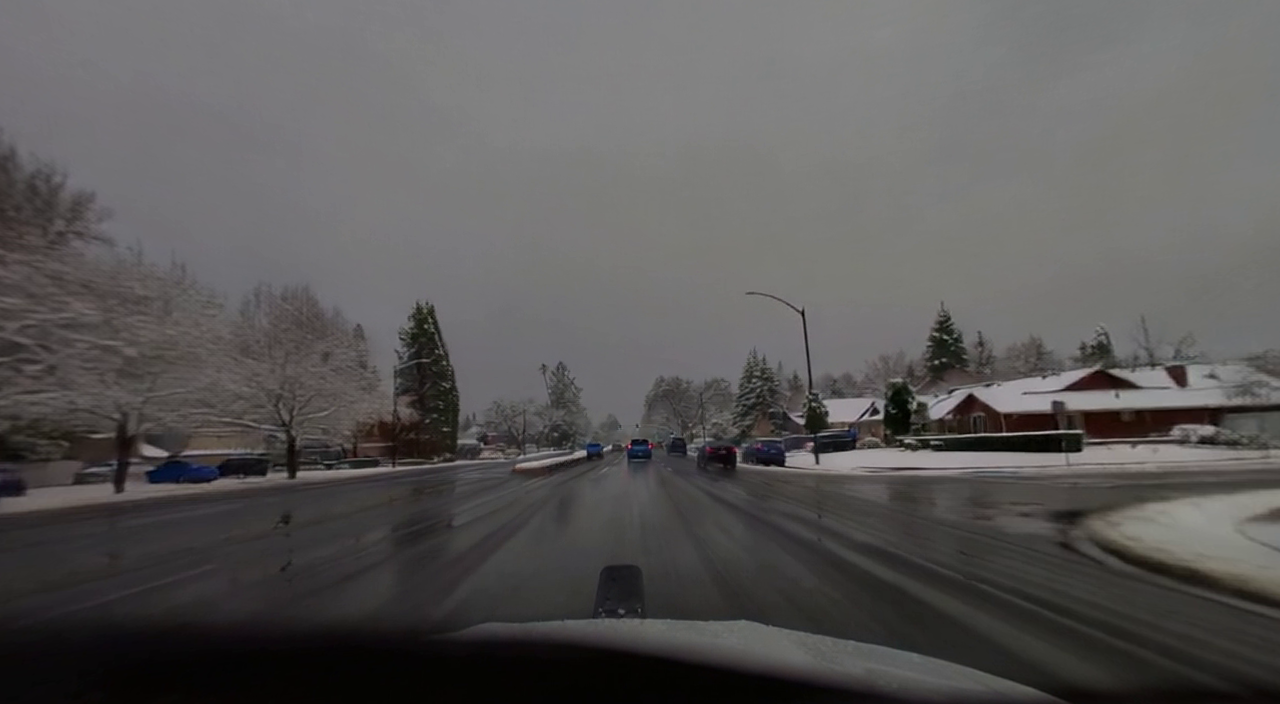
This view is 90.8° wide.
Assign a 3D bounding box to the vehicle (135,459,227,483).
[{"bbox_3d":[-29.783,7.722,41.106,4.450,1.421,1.932,0,-8,0],"label":"vehicle"}]

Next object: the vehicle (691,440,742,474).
[{"bbox_3d":[3.530,4.905,29.796,1.830,1.451,4.009,0,-8,-1],"label":"vehicle"}]

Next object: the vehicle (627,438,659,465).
[{"bbox_3d":[0.161,6.689,42.634,2.043,1.734,4.253,0,-8,-1],"label":"vehicle"}]

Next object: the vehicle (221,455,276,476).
[{"bbox_3d":[-30.013,8.706,48.562,1.806,1.476,3.985,0,-8,-2],"label":"vehicle"}]

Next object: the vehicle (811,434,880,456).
[{"bbox_3d":[15.454,7.045,47.677,4.491,1.593,1.884,-1,-8,3],"label":"vehicle"}]

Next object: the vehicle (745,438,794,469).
[{"bbox_3d":[7.671,6.044,37.745,1.933,1.759,3.900,0,-8,-2],"label":"vehicle"}]
